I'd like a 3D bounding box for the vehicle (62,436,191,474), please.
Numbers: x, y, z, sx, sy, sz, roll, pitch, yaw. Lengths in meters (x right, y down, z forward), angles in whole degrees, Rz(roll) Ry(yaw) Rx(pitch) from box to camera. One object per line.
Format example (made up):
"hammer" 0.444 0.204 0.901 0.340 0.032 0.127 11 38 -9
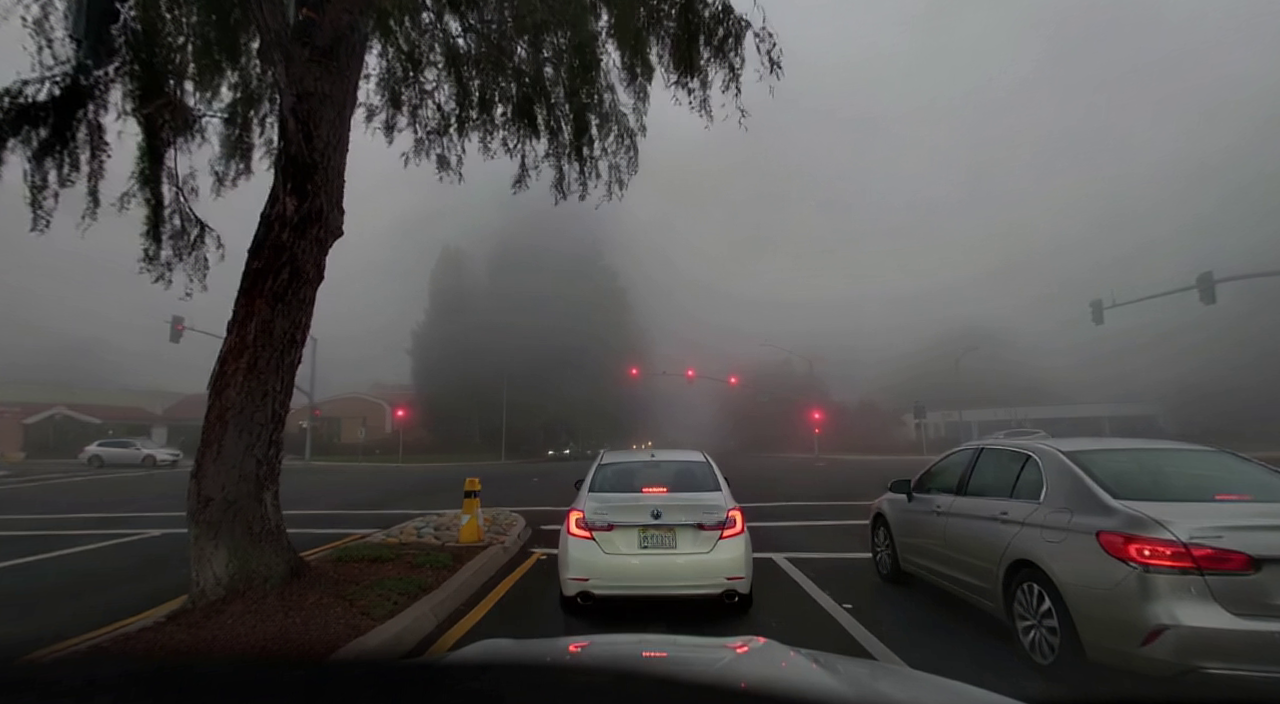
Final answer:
"vehicle" -24.309 4.868 29.981 4.450 1.684 1.894 0 -8 0

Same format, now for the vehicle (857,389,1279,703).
"vehicle" 3.171 1.126 3.898 1.931 1.493 4.555 0 -8 -1

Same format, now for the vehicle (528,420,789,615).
"vehicle" 0.104 1.563 6.875 2.017 1.485 3.813 0 -8 -1
